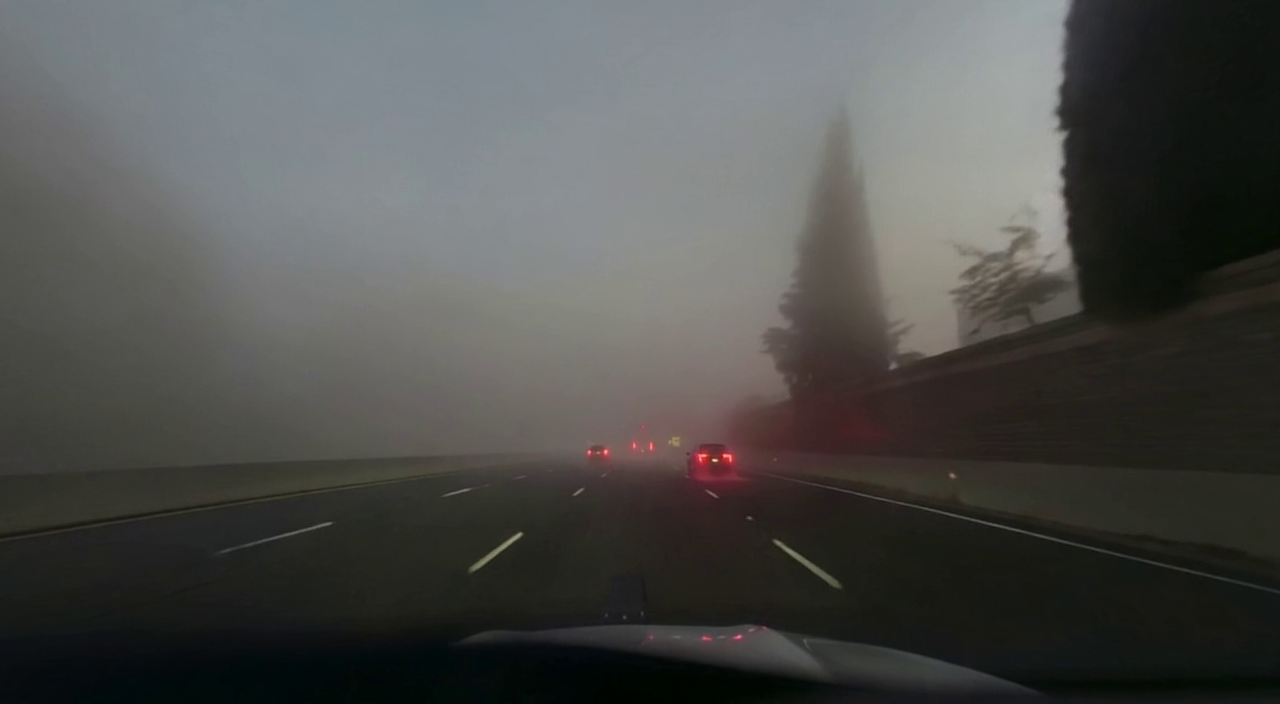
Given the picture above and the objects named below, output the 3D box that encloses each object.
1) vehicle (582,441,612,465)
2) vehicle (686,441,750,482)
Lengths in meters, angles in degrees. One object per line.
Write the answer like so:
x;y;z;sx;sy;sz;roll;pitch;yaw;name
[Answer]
-3.357;8.003;49.951;2.014;1.811;4.369;0;-9;1;vehicle
3.158;4.536;26.431;1.973;1.536;4.337;0;-9;-2;vehicle
